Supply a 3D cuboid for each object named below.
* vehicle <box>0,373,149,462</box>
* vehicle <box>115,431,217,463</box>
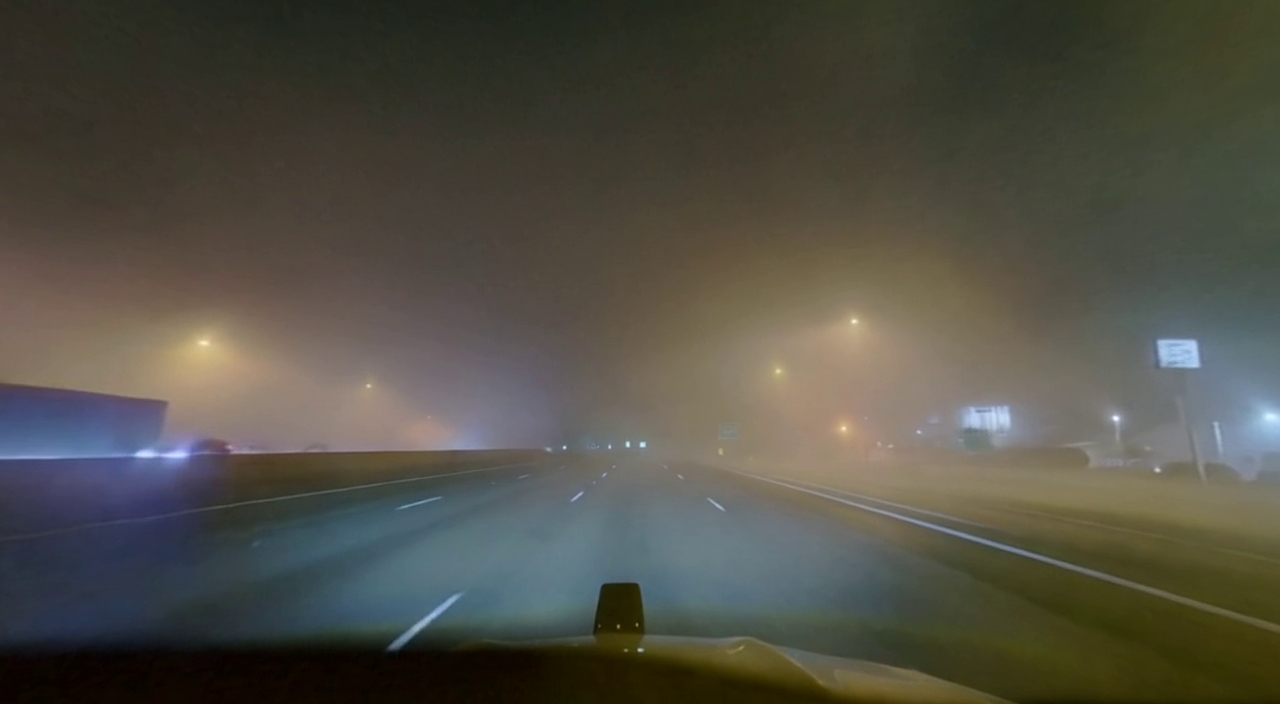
[{"bbox_3d":[-26.550,2.706,25.706,3.068,3.410,12.339,1,-8,0],"label":"vehicle"},{"bbox_3d":[-26.569,5.355,35.577,1.977,1.692,4.807,1,-8,0],"label":"vehicle"}]
